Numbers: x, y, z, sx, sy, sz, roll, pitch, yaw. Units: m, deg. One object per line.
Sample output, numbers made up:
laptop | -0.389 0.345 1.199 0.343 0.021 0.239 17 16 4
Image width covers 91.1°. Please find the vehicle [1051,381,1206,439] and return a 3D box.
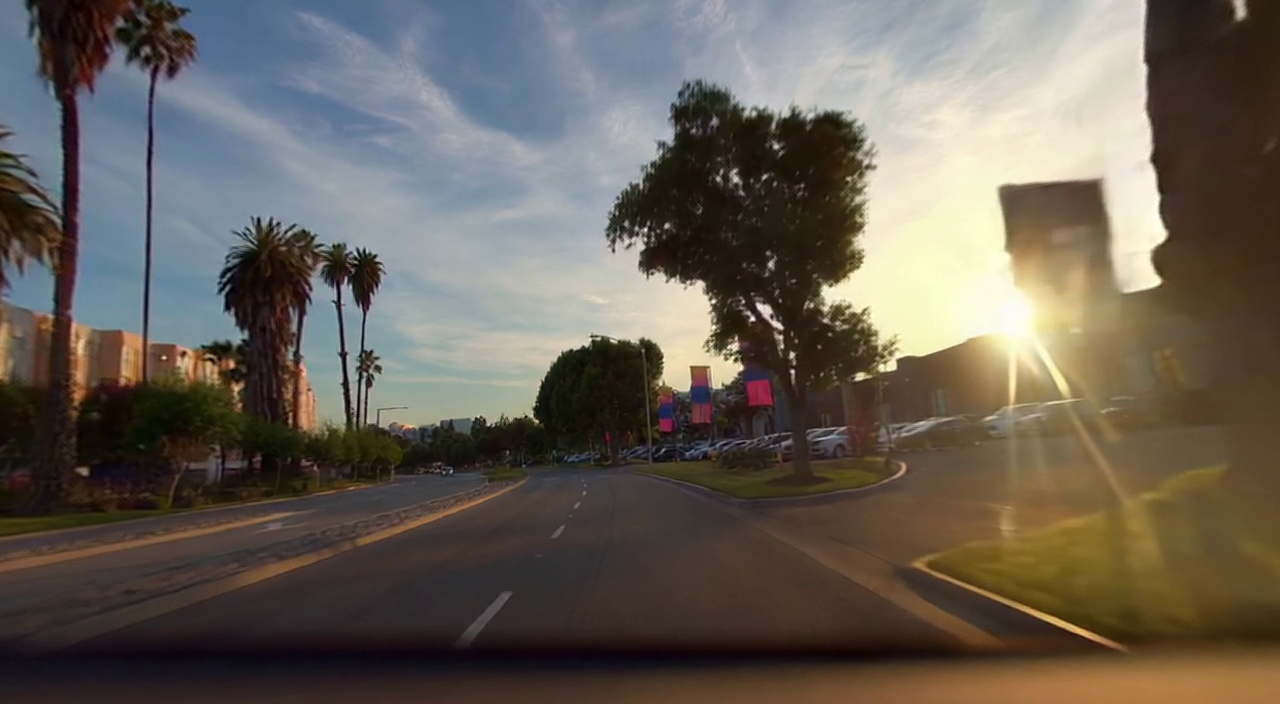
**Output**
vehicle | 19.205 2.417 25.059 1.992 1.767 4.848 -7 -9 -3

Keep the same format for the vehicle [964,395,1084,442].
vehicle | 19.240 3.405 31.690 2.002 1.686 4.537 -2 -12 -29

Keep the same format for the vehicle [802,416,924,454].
vehicle | 10.078 3.809 28.682 4.671 1.630 2.200 0 -9 -1
